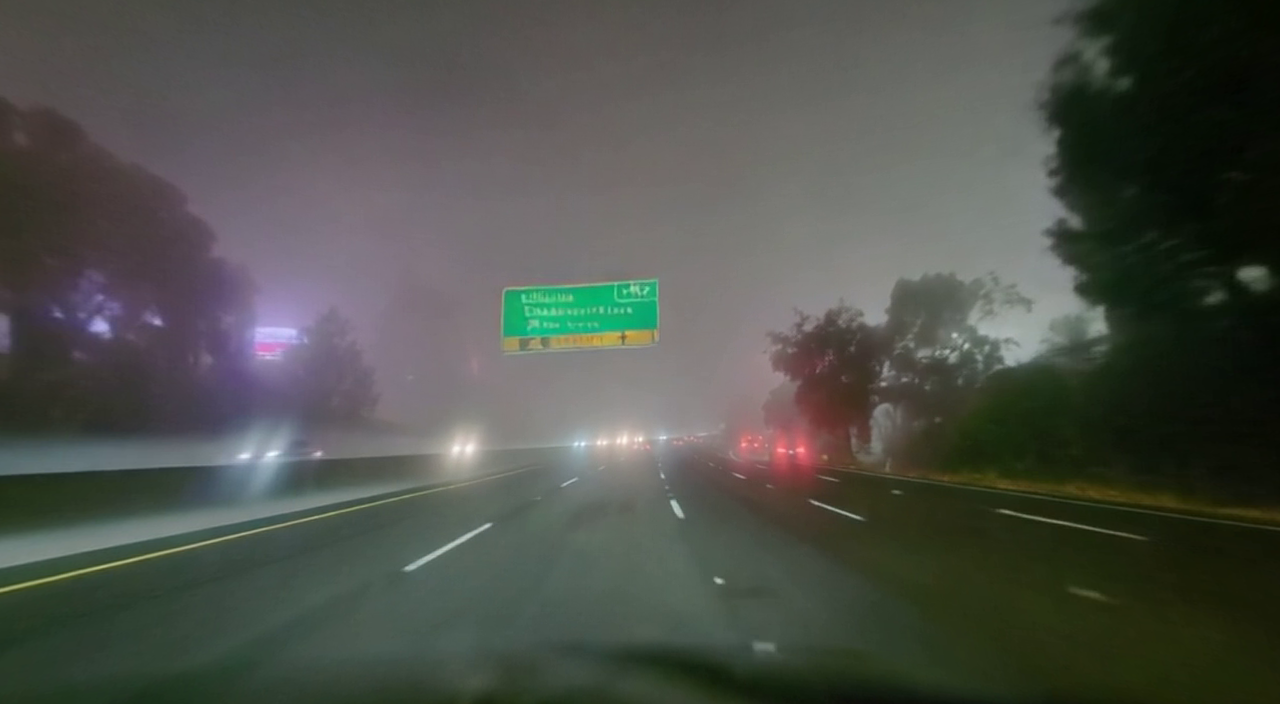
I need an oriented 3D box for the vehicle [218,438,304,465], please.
[{"bbox_3d":[-22.595,5.955,37.934,2.039,1.484,4.959,0,-8,2],"label":"vehicle"}]
